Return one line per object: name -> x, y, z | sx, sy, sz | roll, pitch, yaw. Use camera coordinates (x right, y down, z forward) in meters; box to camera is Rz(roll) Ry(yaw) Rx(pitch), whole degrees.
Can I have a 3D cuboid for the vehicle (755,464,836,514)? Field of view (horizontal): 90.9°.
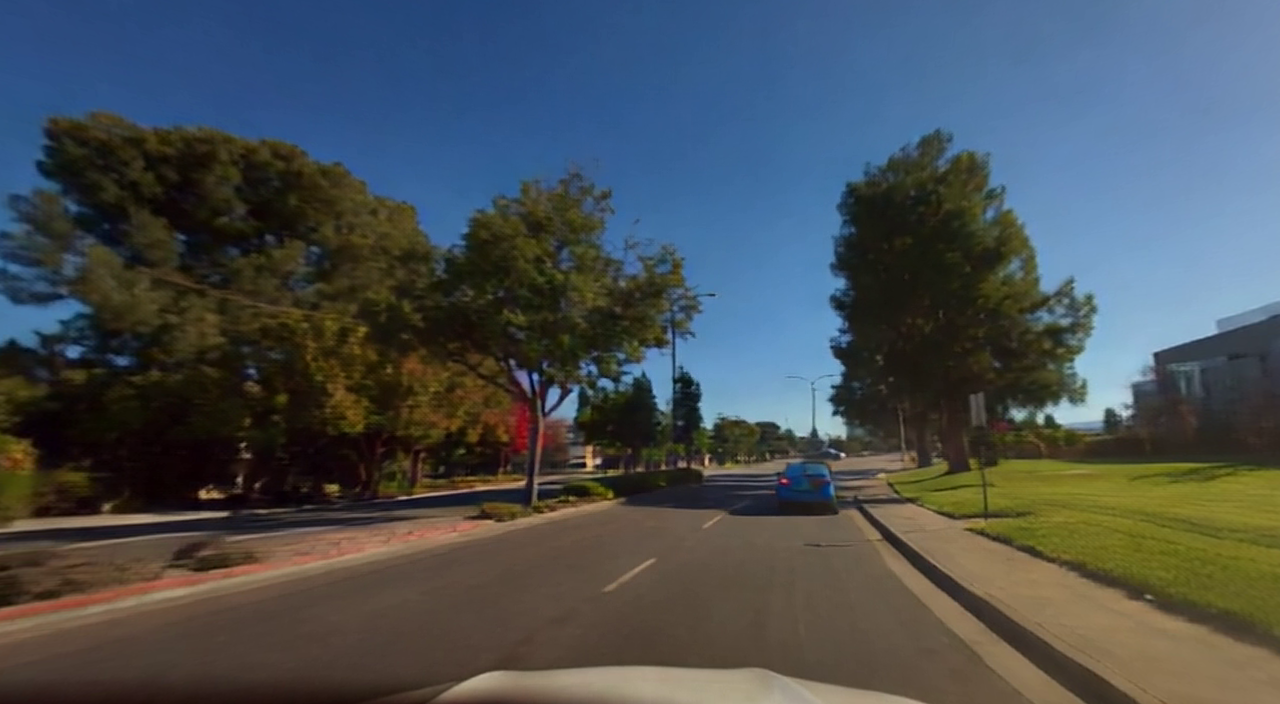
vehicle -> 4.817, 4.031, 18.946 | 1.972, 1.250, 5.282 | -3, -11, 17
